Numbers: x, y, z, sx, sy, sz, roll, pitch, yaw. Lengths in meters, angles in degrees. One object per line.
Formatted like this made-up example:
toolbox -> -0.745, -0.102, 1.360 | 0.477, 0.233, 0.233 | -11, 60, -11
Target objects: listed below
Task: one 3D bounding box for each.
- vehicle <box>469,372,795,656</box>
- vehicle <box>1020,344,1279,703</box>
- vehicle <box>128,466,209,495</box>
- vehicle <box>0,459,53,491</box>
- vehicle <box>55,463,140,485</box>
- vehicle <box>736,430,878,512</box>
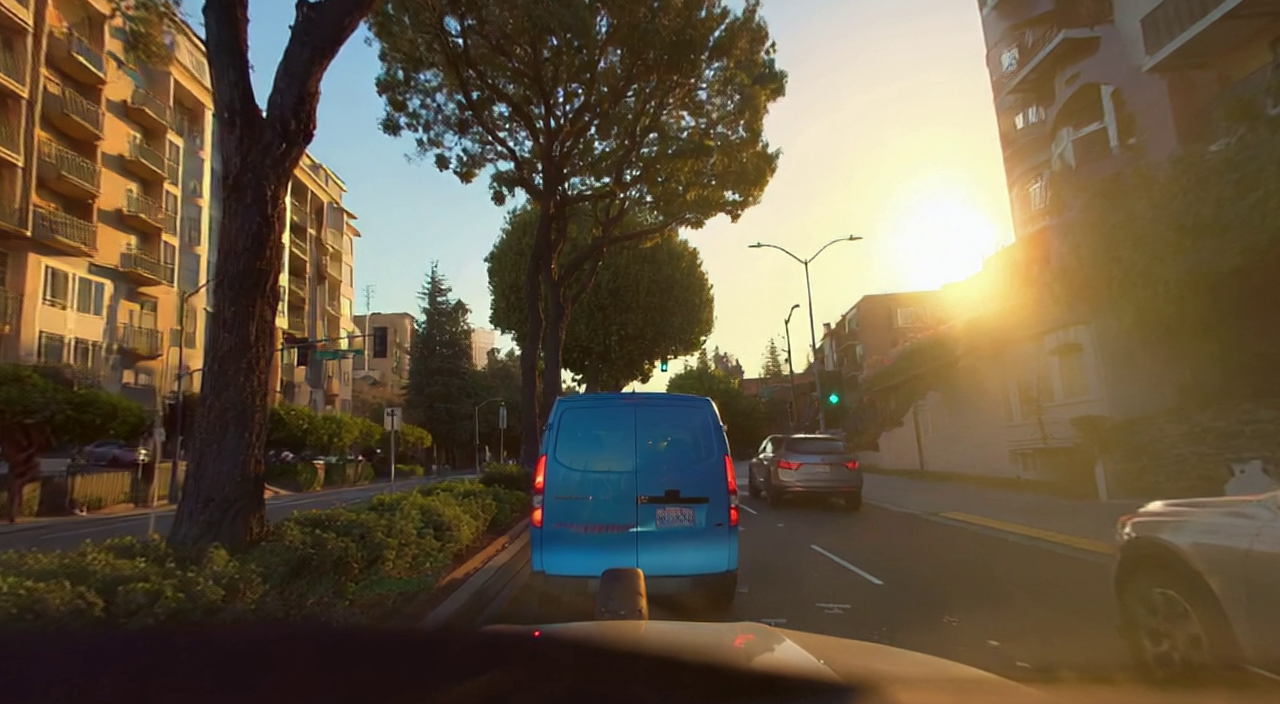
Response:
vehicle -> -0.039, 1.368, 6.304 | 2.101, 1.828, 4.270 | 0, -9, 0
vehicle -> 3.805, 0.797, 2.373 | 2.157, 1.748, 4.130 | 0, -9, 1
vehicle -> -33.223, 9.069, 44.528 | 4.292, 1.492, 1.772 | -6, -14, -1
vehicle -> -35.482, 6.851, 35.189 | 3.843, 1.680, 1.782 | -1, -9, 6
vehicle -> -38.390, 8.635, 44.655 | 4.396, 1.458, 1.809 | -1, -9, 2
vehicle -> 3.838, 2.837, 15.496 | 2.061, 1.676, 4.734 | 0, -9, -2
